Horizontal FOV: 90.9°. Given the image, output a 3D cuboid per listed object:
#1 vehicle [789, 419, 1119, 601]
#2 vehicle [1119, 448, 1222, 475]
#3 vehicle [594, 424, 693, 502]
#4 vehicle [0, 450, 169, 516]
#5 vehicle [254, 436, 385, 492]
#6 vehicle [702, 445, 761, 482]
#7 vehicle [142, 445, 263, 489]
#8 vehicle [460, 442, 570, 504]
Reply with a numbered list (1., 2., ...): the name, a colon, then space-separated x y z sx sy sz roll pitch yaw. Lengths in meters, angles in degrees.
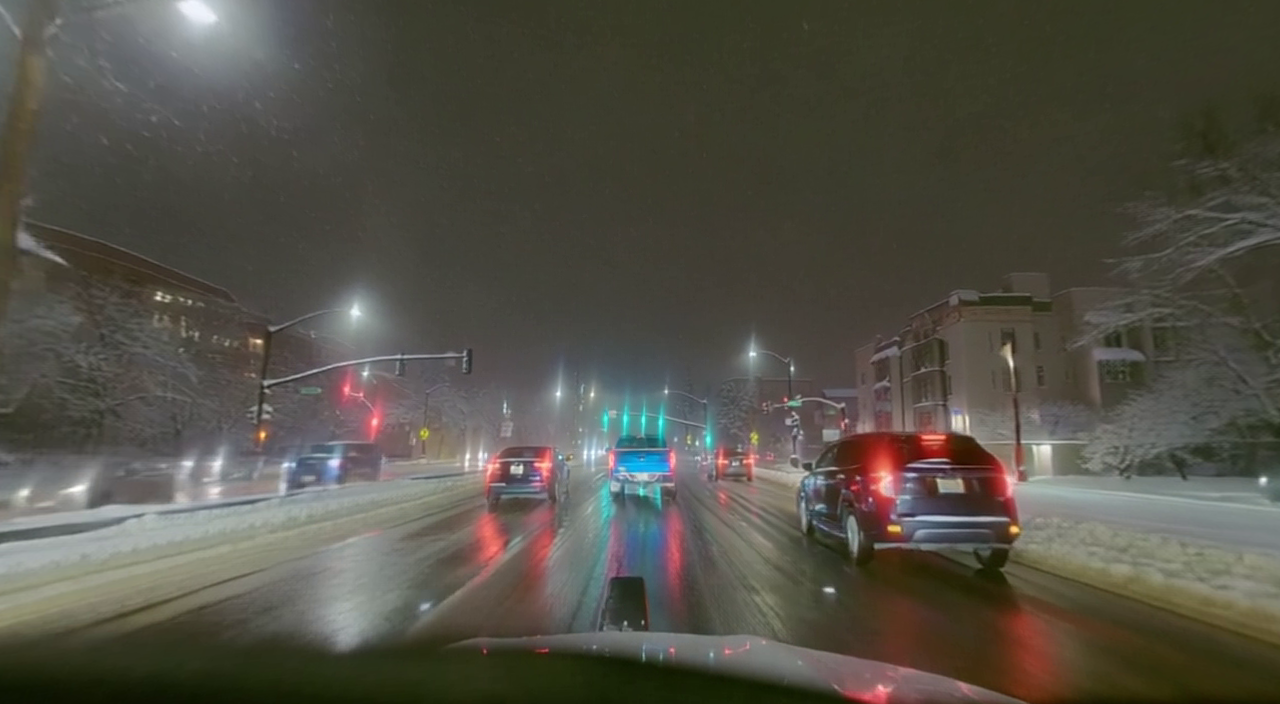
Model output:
1. vehicle: 3.353 1.740 7.867 1.955 1.628 4.152 0 -8 0
2. vehicle: 32.007 6.597 38.108 4.345 1.437 1.896 -2 -8 3
3. vehicle: 0.092 3.154 18.379 2.493 1.934 4.957 0 -8 0
4. vehicle: -15.289 3.360 16.766 1.932 1.449 4.545 0 -8 1
5. vehicle: -11.627 4.074 23.374 2.150 1.838 4.981 0 -8 1
6. vehicle: 4.036 4.979 28.497 1.968 1.472 4.456 0 -8 -1
7. vehicle: -19.012 4.951 27.696 1.982 1.728 4.696 0 -8 -1
8. vehicle: -3.220 3.202 17.221 1.986 1.465 4.509 0 -8 1
